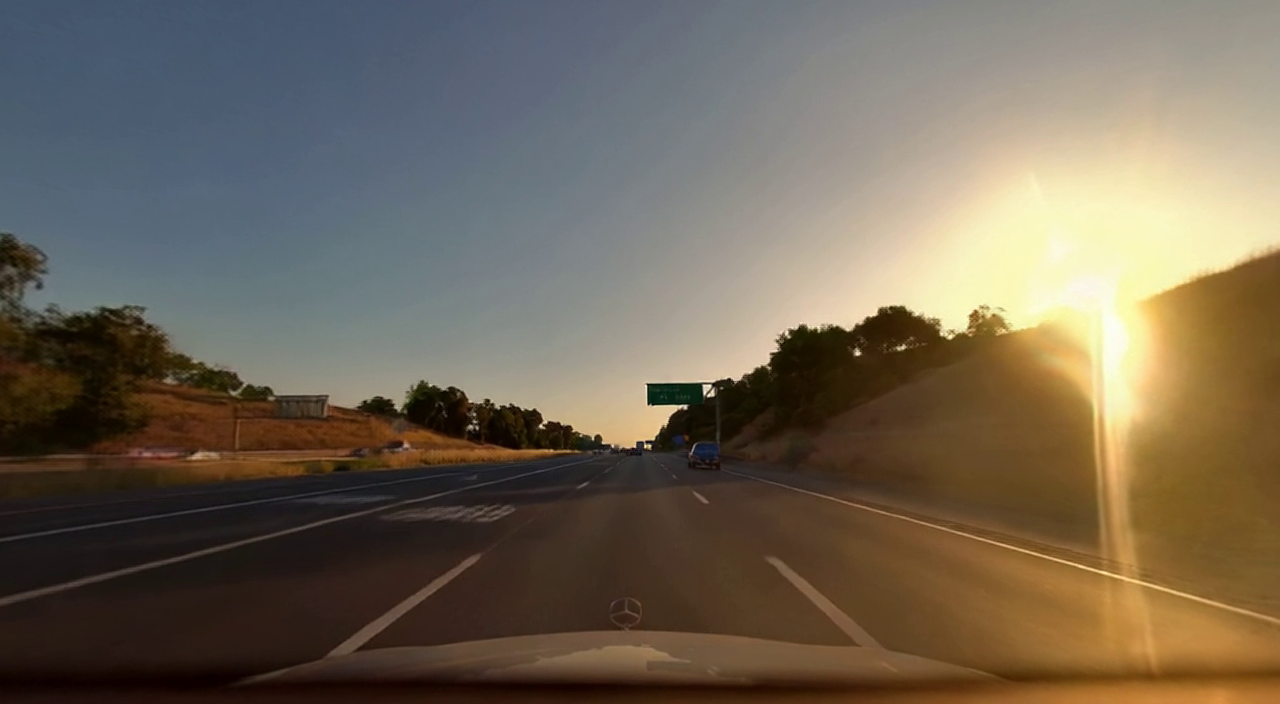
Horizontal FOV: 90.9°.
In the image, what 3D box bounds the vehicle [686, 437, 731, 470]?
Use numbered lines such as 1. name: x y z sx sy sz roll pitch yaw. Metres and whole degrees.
1. vehicle: 4.185 6.284 39.244 2.172 1.930 4.879 0 -8 -1
